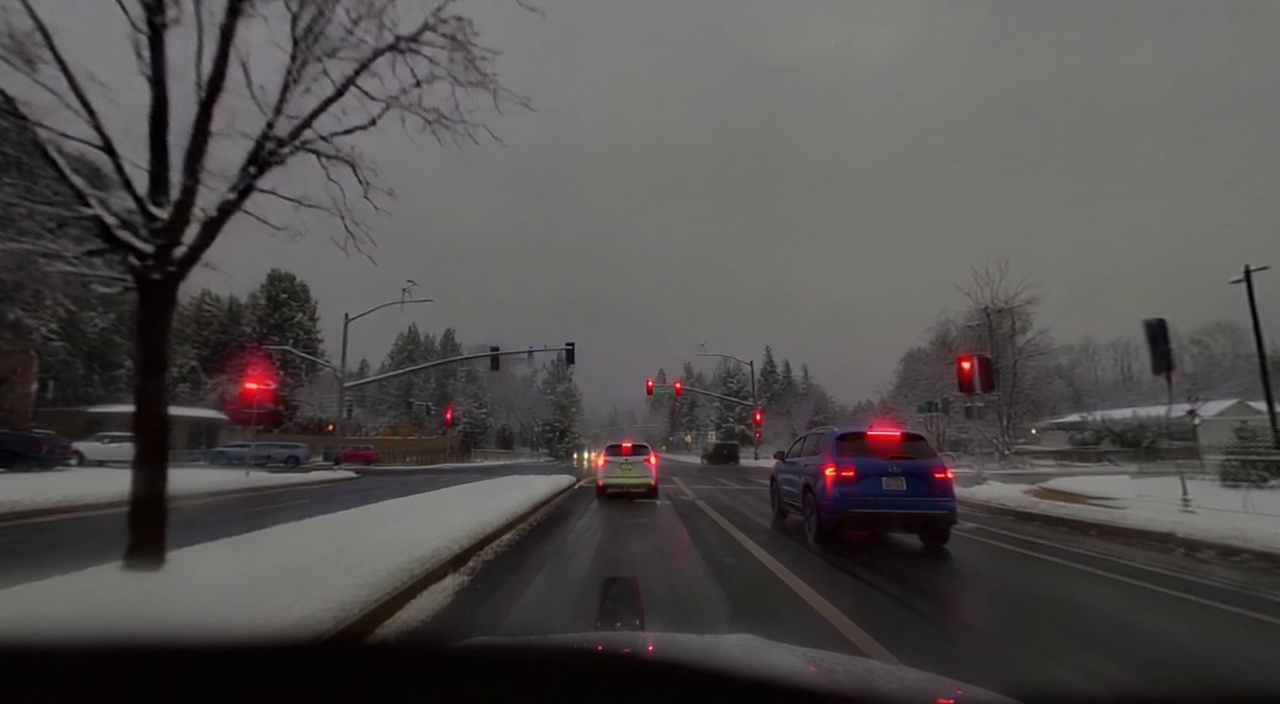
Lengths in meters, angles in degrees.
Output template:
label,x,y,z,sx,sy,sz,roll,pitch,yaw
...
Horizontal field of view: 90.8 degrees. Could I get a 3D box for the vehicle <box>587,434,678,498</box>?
label,x,y,z,sx,sy,sz,roll,pitch,yaw
vehicle,-0.183,3.095,17.573,2.177,1.512,4.682,0,-9,0

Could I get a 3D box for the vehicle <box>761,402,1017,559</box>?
label,x,y,z,sx,sy,sz,roll,pitch,yaw
vehicle,3.257,1.794,9.439,2.046,1.768,4.370,0,-9,0

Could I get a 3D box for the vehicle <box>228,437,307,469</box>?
label,x,y,z,sx,sy,sz,roll,pitch,yaw
vehicle,-28.465,7.728,48.282,4.943,2.110,2.217,3,-11,-36

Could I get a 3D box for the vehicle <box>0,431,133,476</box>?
label,x,y,z,sx,sy,sz,roll,pitch,yaw
vehicle,-28.722,5.027,31.420,4.957,2.108,2.246,5,-10,-29
